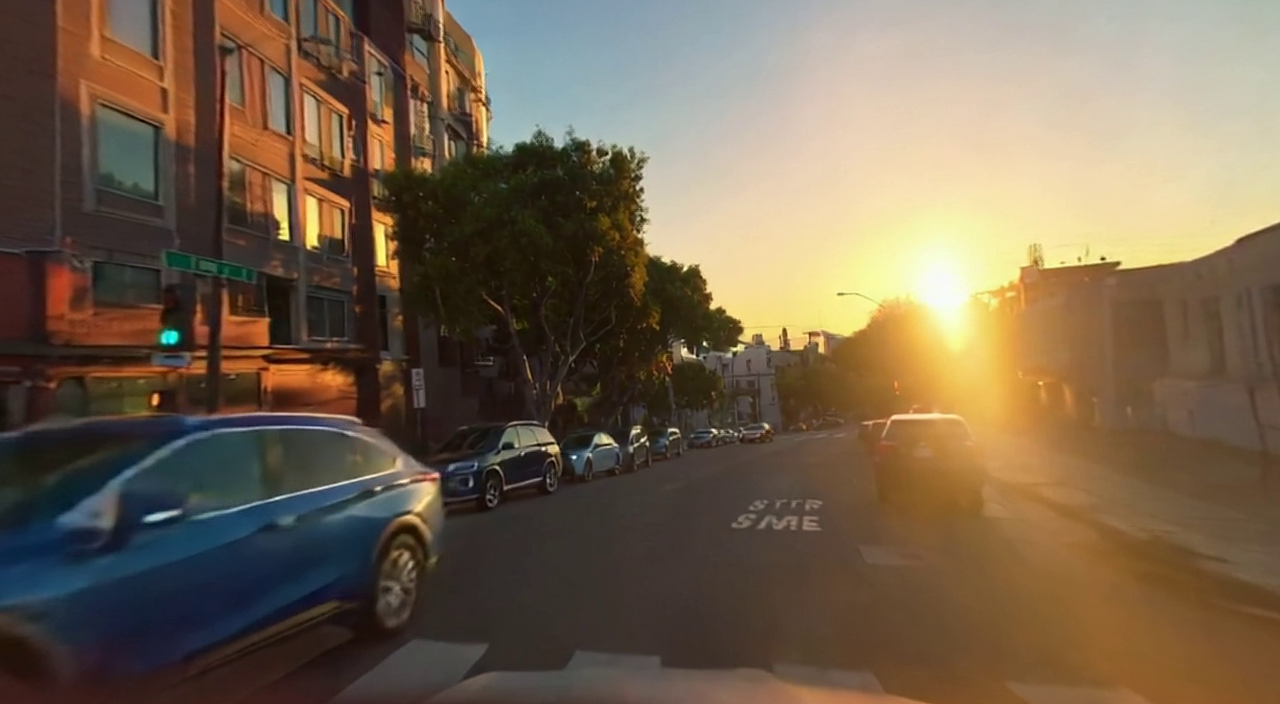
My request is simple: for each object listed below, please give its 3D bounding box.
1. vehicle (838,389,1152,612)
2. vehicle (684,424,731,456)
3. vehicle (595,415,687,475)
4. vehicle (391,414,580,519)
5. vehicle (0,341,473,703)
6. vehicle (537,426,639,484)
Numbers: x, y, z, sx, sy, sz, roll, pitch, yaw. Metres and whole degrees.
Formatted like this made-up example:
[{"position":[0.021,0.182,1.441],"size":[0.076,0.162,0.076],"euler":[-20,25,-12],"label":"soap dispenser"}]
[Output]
[{"position":[3.190,1.346,6.636],"size":[1.892,1.481,4.365],"euler":[-4,-9,19],"label":"vehicle"},{"position":[4.412,5.604,40.585],"size":[1.948,1.693,4.325],"euler":[-7,-7,19],"label":"vehicle"},{"position":[0.197,3.968,27.758],"size":[2.260,2.136,5.669],"euler":[-7,-7,17],"label":"vehicle"},{"position":[-3.742,2.814,16.560],"size":[2.120,2.078,5.403],"euler":[-8,-7,18],"label":"vehicle"},{"position":[-2.982,1.046,3.446],"size":[2.181,1.723,4.692],"euler":[-3,-9,10],"label":"vehicle"},{"position":[-1.711,3.582,22.165],"size":[1.960,1.765,4.343],"euler":[-4,-9,19],"label":"vehicle"}]
